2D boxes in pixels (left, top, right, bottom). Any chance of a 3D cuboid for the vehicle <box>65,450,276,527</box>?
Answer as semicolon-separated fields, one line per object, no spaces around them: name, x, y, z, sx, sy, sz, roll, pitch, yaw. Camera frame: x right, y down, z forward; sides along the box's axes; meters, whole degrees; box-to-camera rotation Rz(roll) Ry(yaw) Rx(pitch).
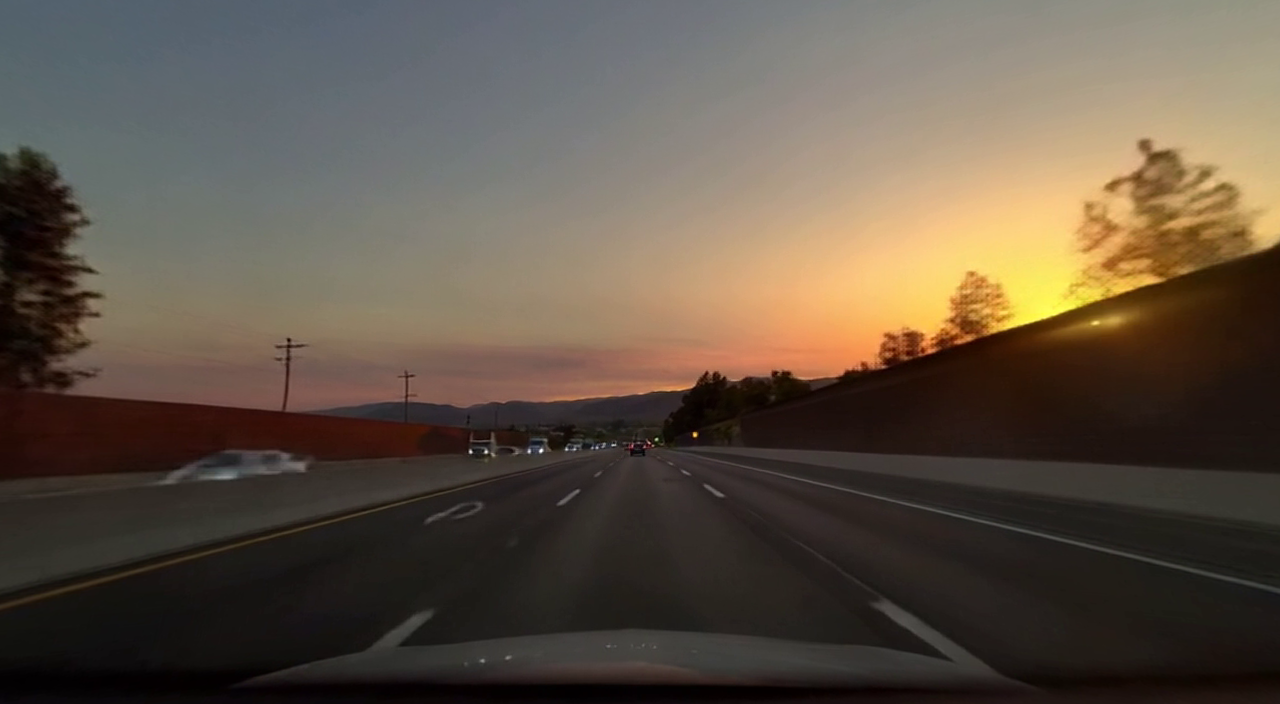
vehicle;-10.534;3.038;14.567;1.821;1.477;3.939;0;-8;0

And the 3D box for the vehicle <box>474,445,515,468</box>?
vehicle;-10.398;7.489;45.269;1.934;1.497;4.181;0;-8;0
